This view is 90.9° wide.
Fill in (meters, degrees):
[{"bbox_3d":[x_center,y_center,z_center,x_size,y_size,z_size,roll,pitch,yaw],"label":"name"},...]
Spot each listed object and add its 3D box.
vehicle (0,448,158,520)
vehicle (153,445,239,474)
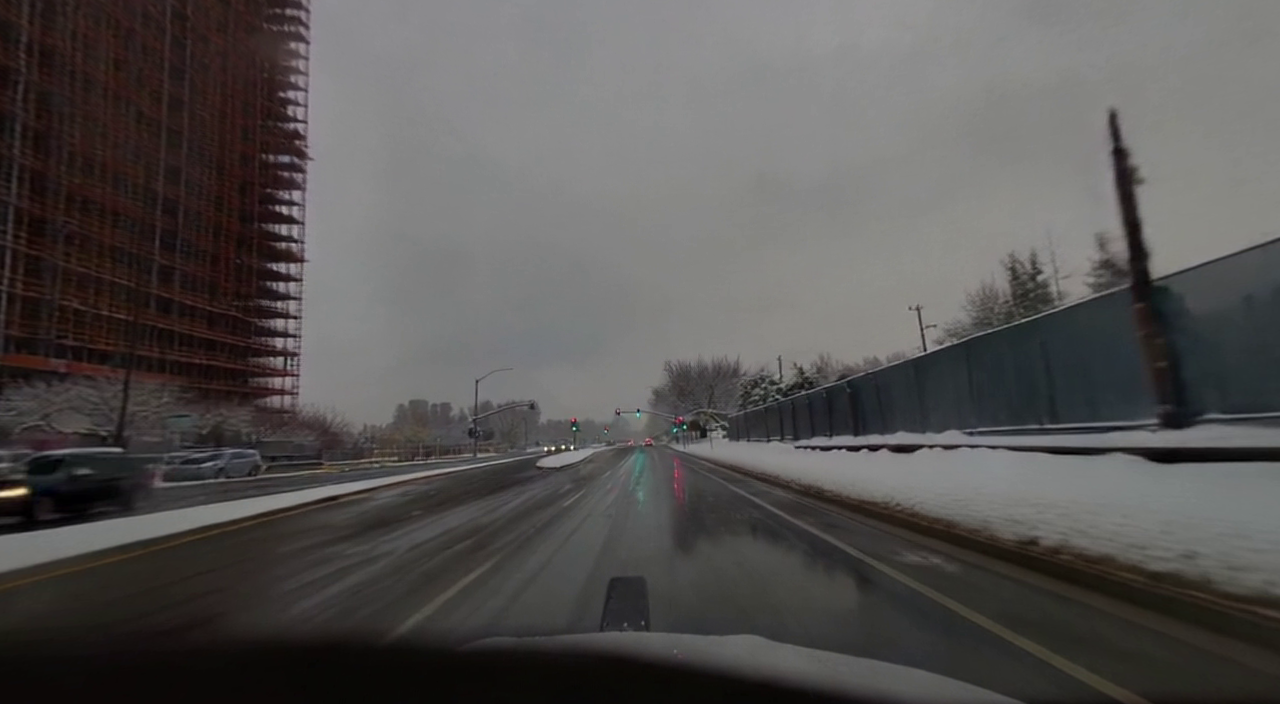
[{"bbox_3d":[-14.745,3.128,15.522,2.113,1.478,4.828,0,-8,-3],"label":"vehicle"},{"bbox_3d":[-29.528,7.117,42.186,2.213,1.795,5.964,1,-8,-9],"label":"vehicle"}]
